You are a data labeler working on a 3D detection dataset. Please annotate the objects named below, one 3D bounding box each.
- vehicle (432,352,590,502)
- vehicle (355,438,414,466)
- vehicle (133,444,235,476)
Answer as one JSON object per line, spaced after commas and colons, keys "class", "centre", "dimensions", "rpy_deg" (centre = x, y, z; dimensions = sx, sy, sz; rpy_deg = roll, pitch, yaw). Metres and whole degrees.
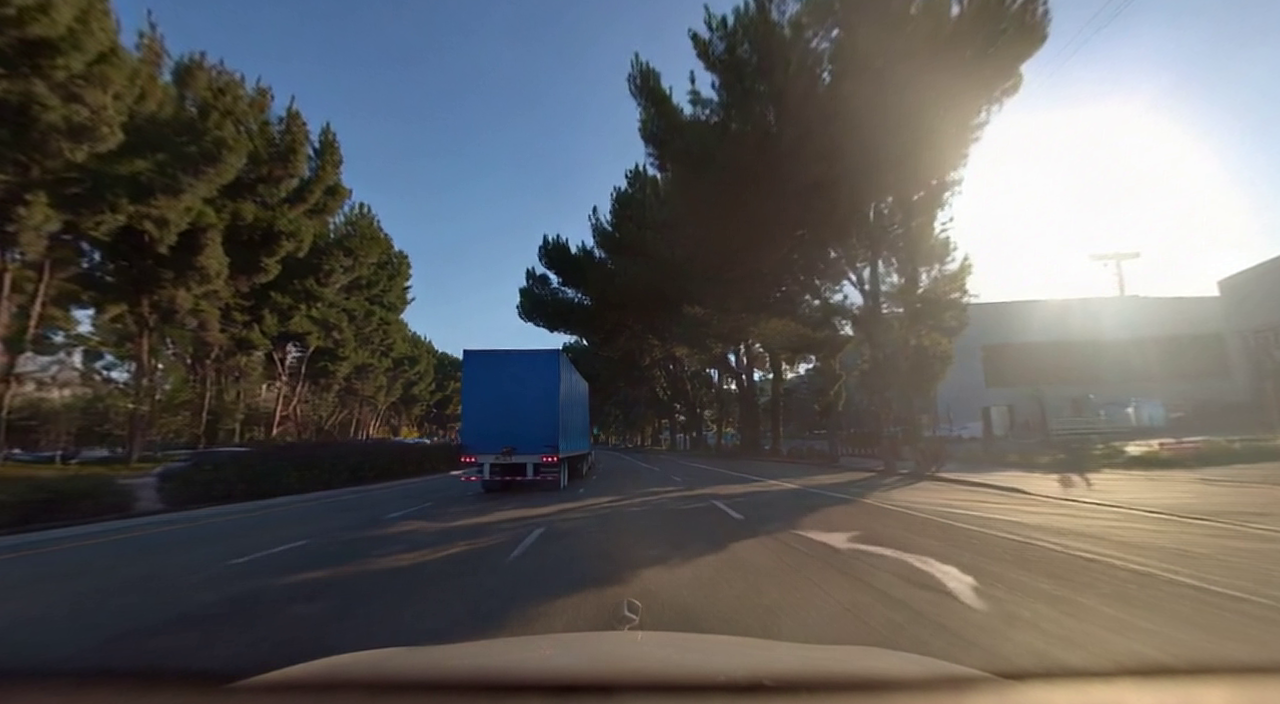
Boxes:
{"class": "vehicle", "centre": [-3.247, 2.304, 18.609], "dimensions": [2.910, 3.419, 8.376], "rpy_deg": [0, -8, 0]}
{"class": "vehicle", "centre": [-16.234, 6.391, 40.396], "dimensions": [2.157, 1.680, 4.524], "rpy_deg": [0, -9, -4]}
{"class": "vehicle", "centre": [-22.150, 5.223, 30.942], "dimensions": [1.875, 1.436, 4.365], "rpy_deg": [0, -8, -3]}
